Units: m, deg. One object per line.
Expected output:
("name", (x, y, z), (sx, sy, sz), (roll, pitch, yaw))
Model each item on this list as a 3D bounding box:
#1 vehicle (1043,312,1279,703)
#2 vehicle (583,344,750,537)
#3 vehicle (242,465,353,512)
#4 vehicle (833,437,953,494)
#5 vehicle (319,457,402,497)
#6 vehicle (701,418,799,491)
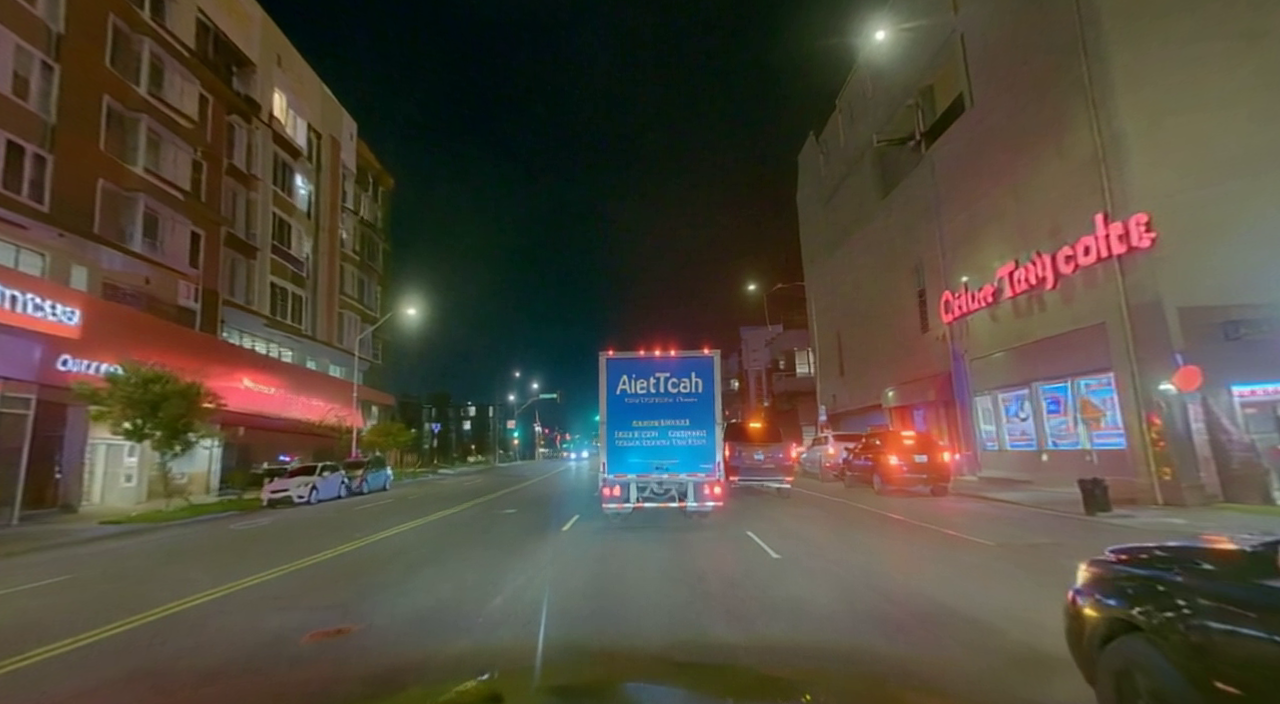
("vehicle", (3.436, 0.607, 1.415), (2.104, 1.786, 4.498), (-1, -9, 2))
("vehicle", (0.275, 1.779, 12.685), (2.517, 2.926, 6.177), (0, -9, -2))
("vehicle", (-13.381, 5.321, 24.865), (1.901, 1.508, 4.405), (0, -8, 0))
("vehicle", (7.646, 3.446, 19.470), (1.951, 1.548, 4.290), (0, -9, 1))
("vehicle", (-13.247, 5.928, 30.083), (1.943, 1.682, 4.365), (0, -8, 0))
("vehicle", (3.426, 3.349, 20.781), (2.346, 2.062, 5.236), (0, -8, 1))
